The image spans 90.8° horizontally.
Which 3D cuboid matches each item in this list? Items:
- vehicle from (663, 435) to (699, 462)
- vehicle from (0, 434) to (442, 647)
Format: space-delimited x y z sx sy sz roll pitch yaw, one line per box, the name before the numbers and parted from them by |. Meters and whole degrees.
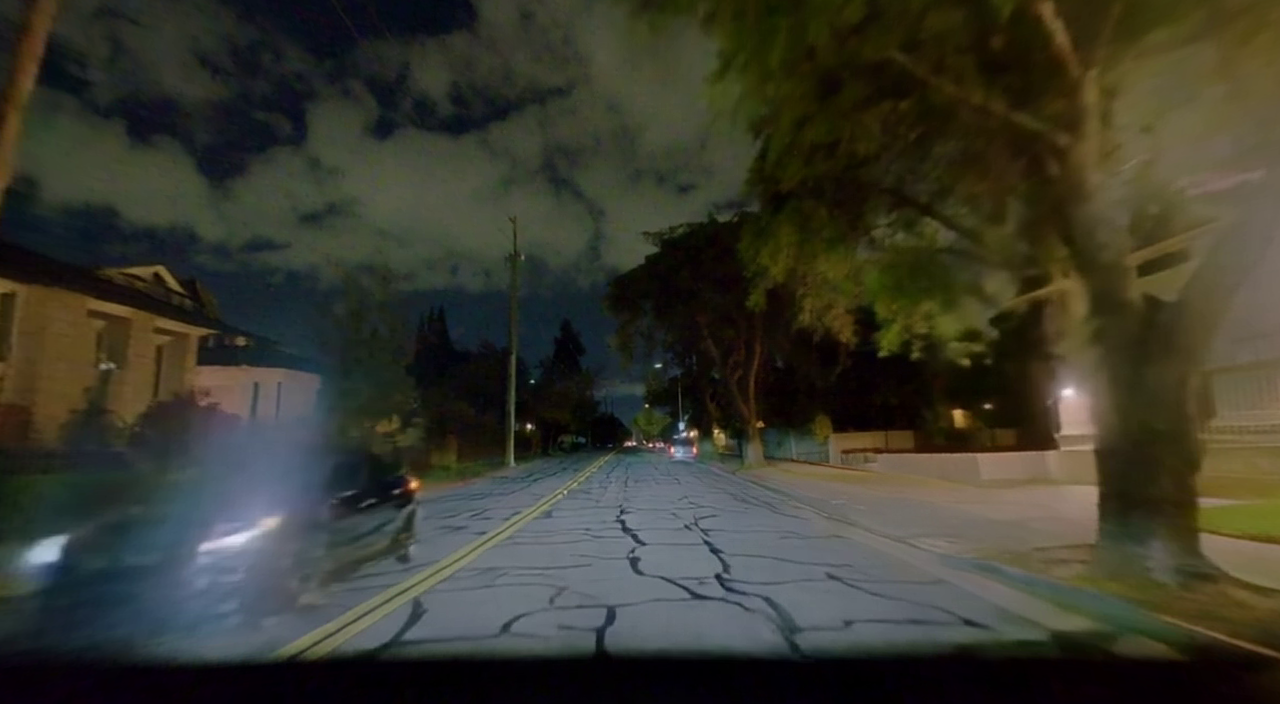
vehicle | 2.769 6.638 43.491 2.086 1.726 4.384 0 -8 -1
vehicle | -3.702 1.635 6.568 1.959 1.473 4.115 0 -8 0
